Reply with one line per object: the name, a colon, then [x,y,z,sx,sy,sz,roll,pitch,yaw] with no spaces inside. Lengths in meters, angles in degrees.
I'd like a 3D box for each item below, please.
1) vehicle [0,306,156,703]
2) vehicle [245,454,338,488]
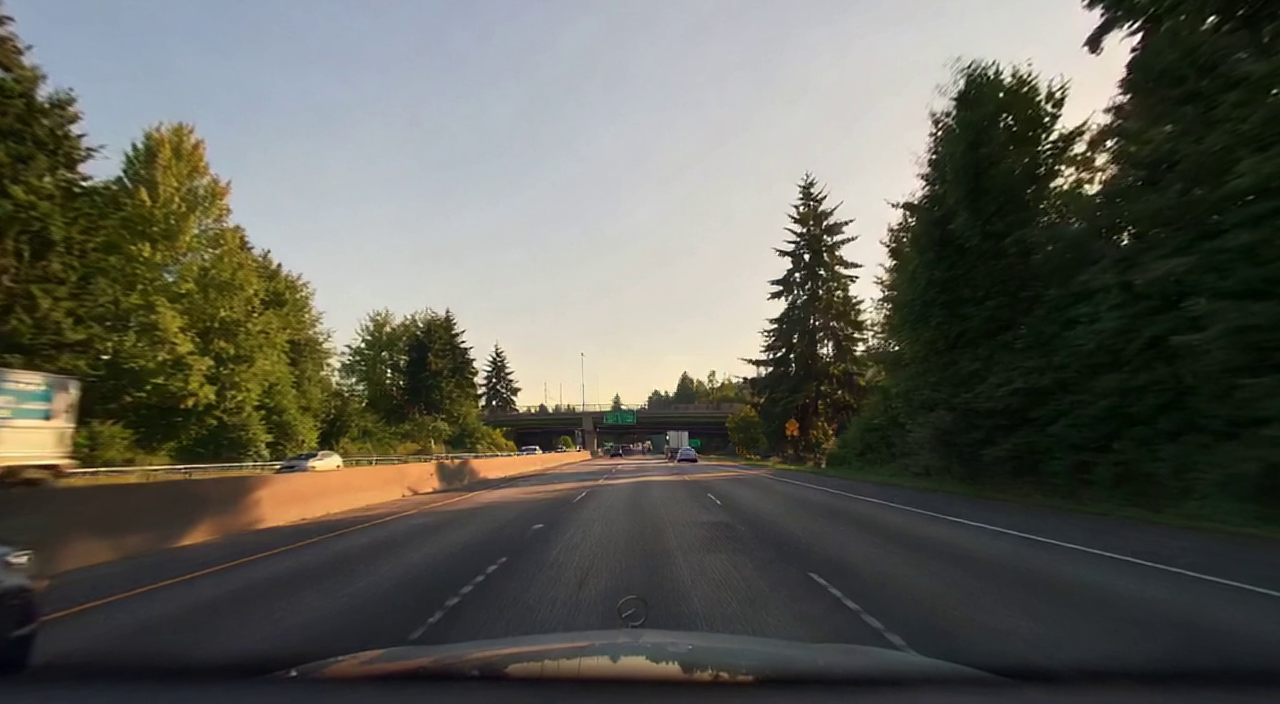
vehicle: [-3.368,0.492,0.556,2.238,1.792,4.518,0,-9,0]
vehicle: [-15.976,5.438,29.221,1.818,1.418,4.297,0,-9,1]
